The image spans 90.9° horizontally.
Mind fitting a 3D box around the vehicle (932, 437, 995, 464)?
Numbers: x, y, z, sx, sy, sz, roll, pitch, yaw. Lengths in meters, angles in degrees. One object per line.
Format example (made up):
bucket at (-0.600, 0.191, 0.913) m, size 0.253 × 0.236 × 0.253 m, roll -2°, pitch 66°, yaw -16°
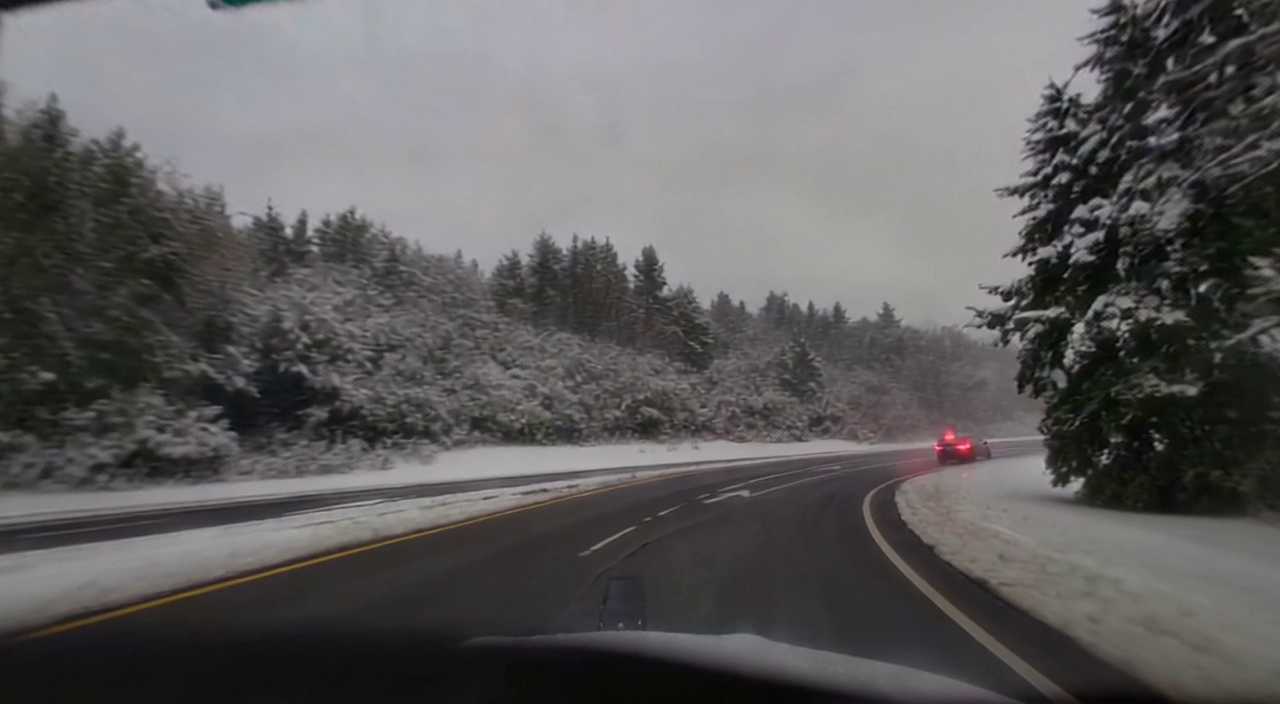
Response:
vehicle at (18.055, 5.479, 35.098) m, size 3.645 × 1.427 × 1.807 m, roll 8°, pitch -12°, yaw -41°
